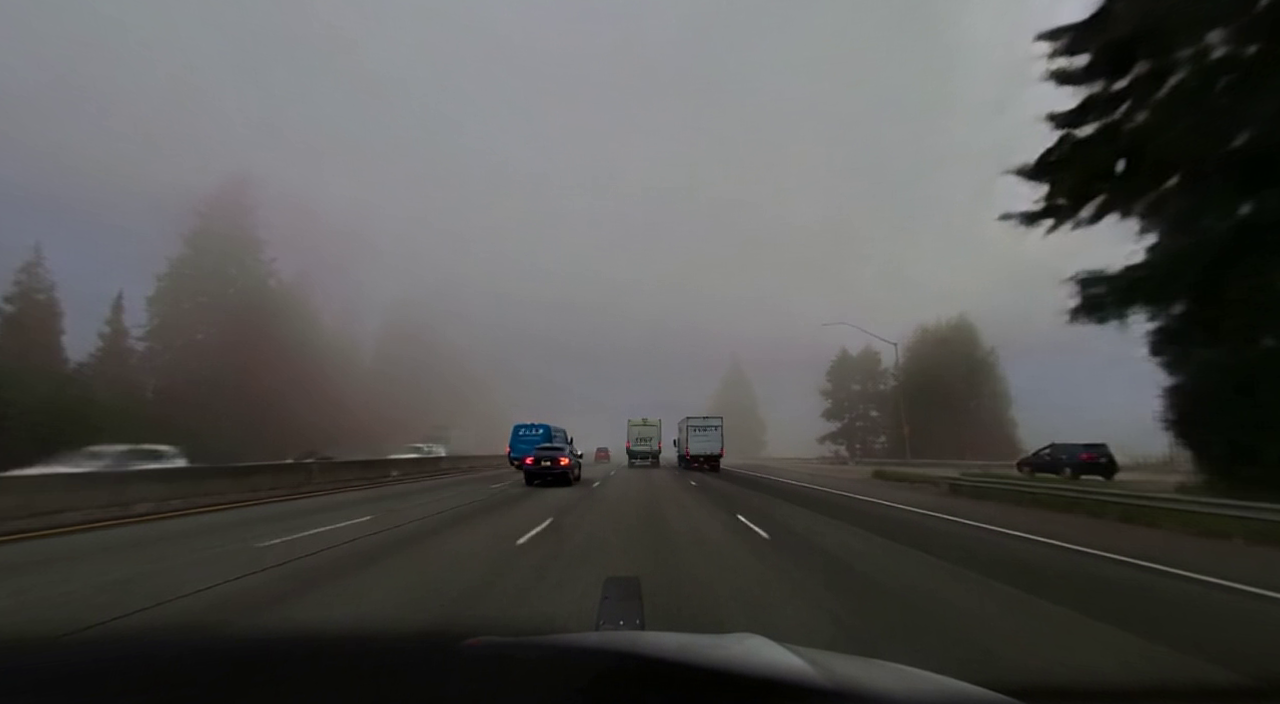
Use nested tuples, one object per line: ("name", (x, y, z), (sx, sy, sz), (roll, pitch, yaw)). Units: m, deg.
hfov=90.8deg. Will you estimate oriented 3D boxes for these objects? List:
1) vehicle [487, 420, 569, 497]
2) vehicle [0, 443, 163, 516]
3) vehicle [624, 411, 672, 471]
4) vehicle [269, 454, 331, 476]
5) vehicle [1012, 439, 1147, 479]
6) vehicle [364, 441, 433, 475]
("vehicle", (-3.529, 3.432, 20.523), (2.033, 2.234, 3.490), (0, -9, -1))
("vehicle", (-13.404, 2.789, 14.205), (1.835, 1.418, 4.358), (0, -9, 1))
("vehicle", (0.474, 6.864, 48.330), (3.201, 4.019, 10.918), (0, -9, -1))
("vehicle", (-23.905, 7.913, 44.536), (1.813, 1.448, 4.550), (0, -9, 0))
("vehicle", (19.968, 4.848, 28.869), (2.108, 1.659, 4.515), (6, -11, -33))
("vehicle", (-13.113, 5.794, 34.557), (2.029, 1.703, 4.156), (0, -9, 1))
